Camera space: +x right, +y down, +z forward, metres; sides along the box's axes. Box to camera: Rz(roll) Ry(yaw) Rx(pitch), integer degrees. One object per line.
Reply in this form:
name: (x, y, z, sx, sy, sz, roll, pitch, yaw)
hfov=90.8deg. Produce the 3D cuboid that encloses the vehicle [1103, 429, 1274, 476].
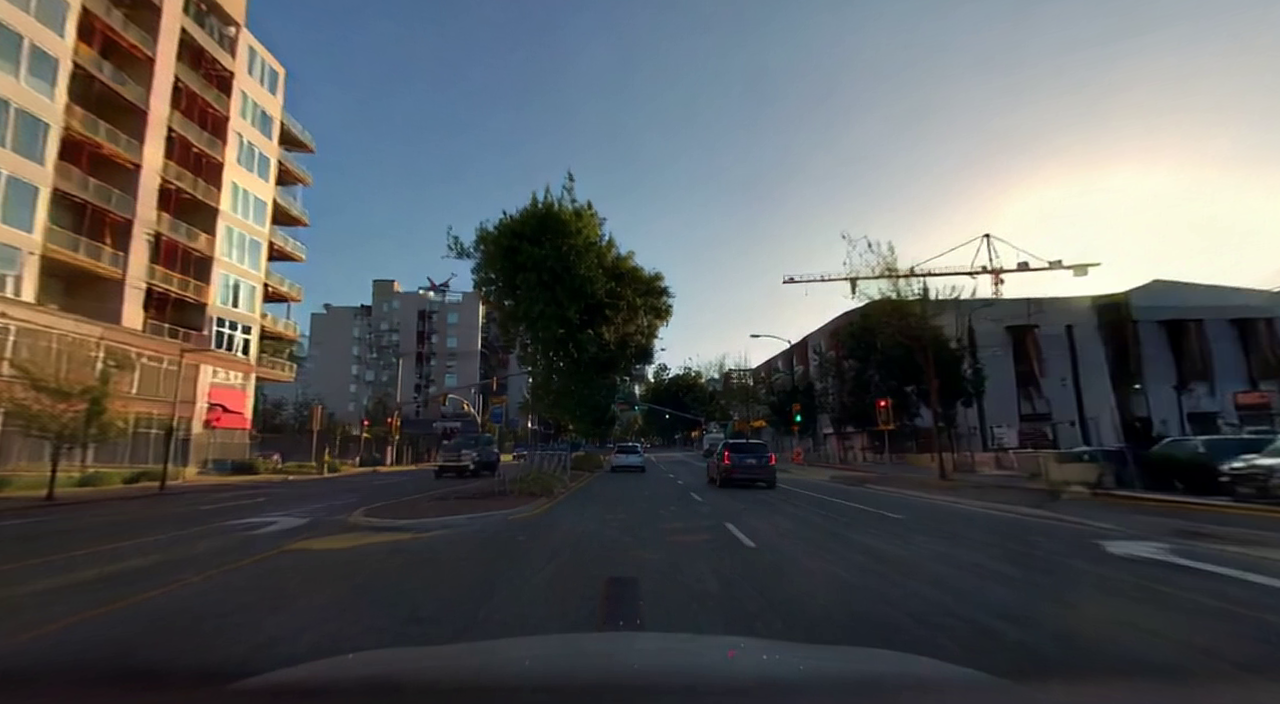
vehicle: (25.271, 4.678, 29.324, 5.433, 1.955, 2.512, -1, -10, 0)

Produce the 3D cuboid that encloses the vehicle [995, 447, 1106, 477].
vehicle: (19.041, 5.102, 29.441, 3.839, 1.281, 1.836, 0, -9, 0)

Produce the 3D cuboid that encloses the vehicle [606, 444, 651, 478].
vehicle: (-0.552, 5.095, 29.851, 2.006, 1.487, 3.535, 0, -9, -1)

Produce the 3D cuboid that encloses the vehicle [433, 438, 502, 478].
vehicle: (-8.633, 5.339, 32.093, 2.111, 1.832, 4.778, 0, -9, 0)

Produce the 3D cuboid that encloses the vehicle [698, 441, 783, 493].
vehicle: (3.084, 3.627, 20.247, 1.910, 1.474, 4.003, 0, -9, -2)
